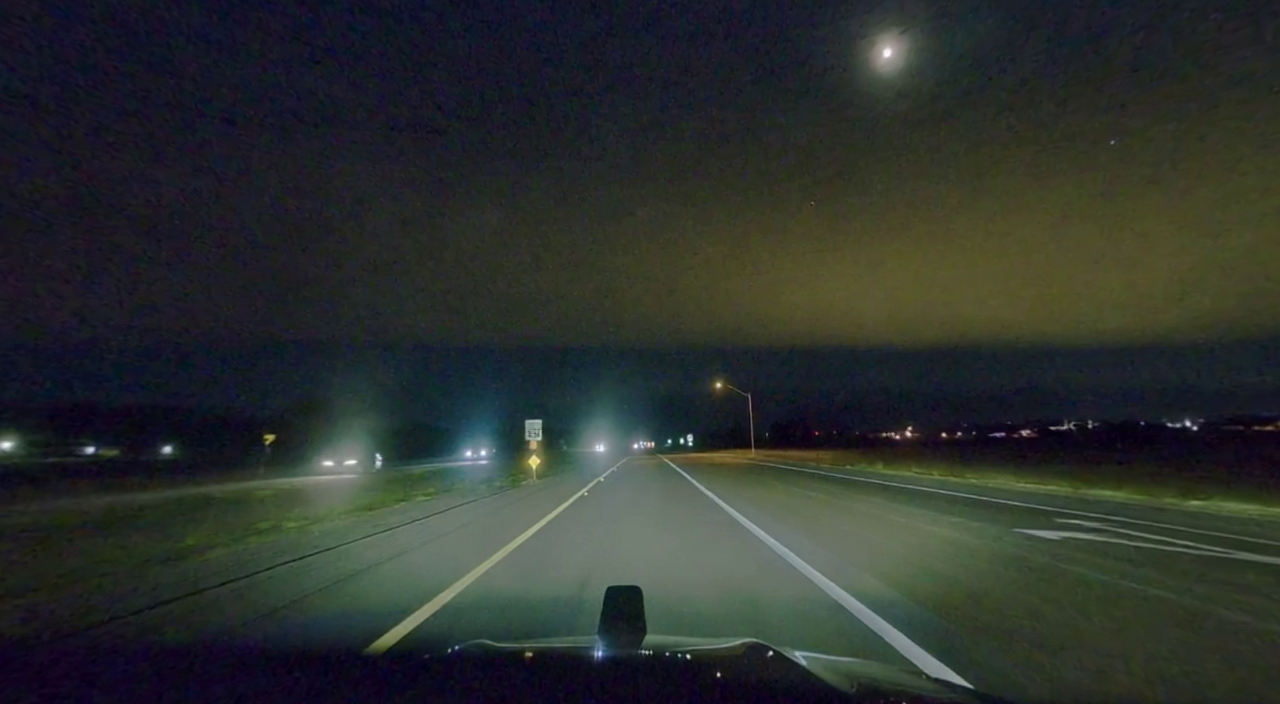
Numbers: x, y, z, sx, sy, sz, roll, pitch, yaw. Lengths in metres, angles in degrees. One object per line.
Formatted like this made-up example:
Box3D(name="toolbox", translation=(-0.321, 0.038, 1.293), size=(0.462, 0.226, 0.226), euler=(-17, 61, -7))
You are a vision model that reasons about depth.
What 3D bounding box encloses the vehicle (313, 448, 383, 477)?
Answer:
Box3D(name="vehicle", translation=(-16.709, 6.315, 36.360), size=(1.906, 1.500, 4.321), euler=(0, -9, 1))
